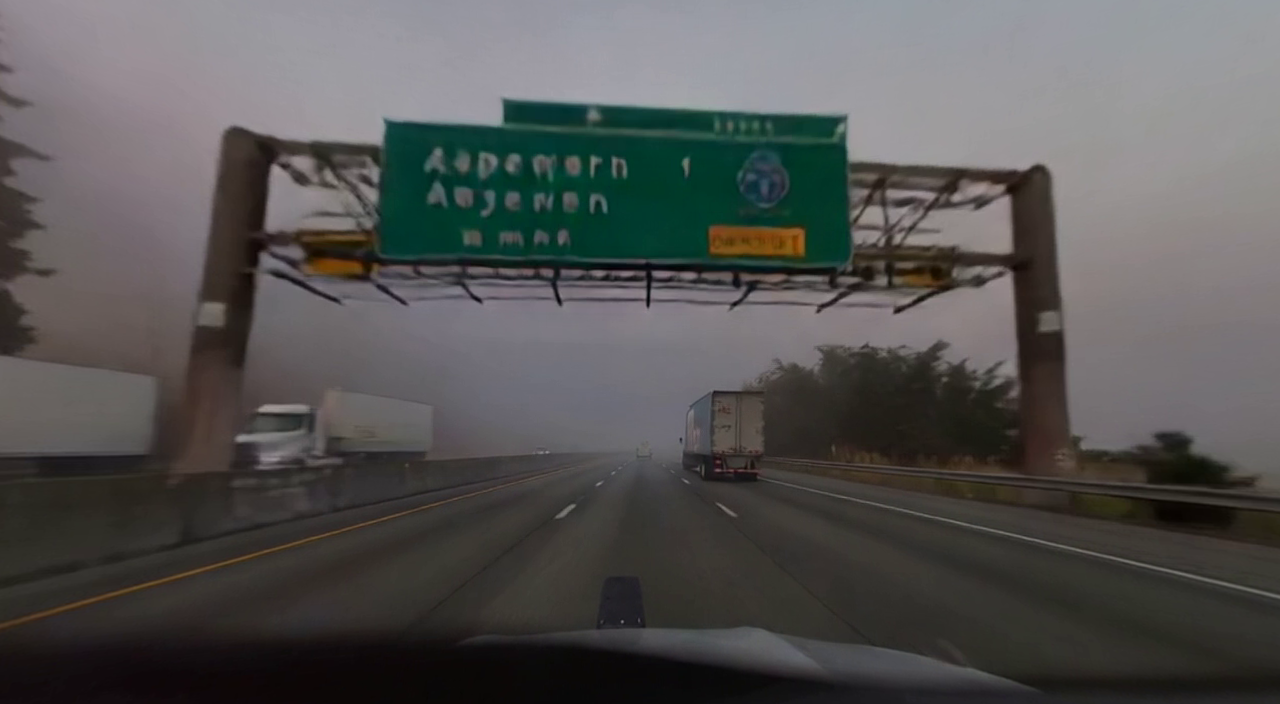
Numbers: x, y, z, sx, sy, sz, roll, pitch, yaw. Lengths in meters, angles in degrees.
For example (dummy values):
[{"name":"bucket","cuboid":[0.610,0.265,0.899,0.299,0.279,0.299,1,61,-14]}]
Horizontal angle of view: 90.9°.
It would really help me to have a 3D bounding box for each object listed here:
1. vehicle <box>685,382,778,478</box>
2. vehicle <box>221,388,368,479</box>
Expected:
[{"name":"vehicle","cuboid":[4.428,4.380,33.872,2.784,4.080,13.516,-1,-9,-1]},{"name":"vehicle","cuboid":[-14.915,3.666,27.871,2.998,3.583,5.940,0,-9,0]}]
